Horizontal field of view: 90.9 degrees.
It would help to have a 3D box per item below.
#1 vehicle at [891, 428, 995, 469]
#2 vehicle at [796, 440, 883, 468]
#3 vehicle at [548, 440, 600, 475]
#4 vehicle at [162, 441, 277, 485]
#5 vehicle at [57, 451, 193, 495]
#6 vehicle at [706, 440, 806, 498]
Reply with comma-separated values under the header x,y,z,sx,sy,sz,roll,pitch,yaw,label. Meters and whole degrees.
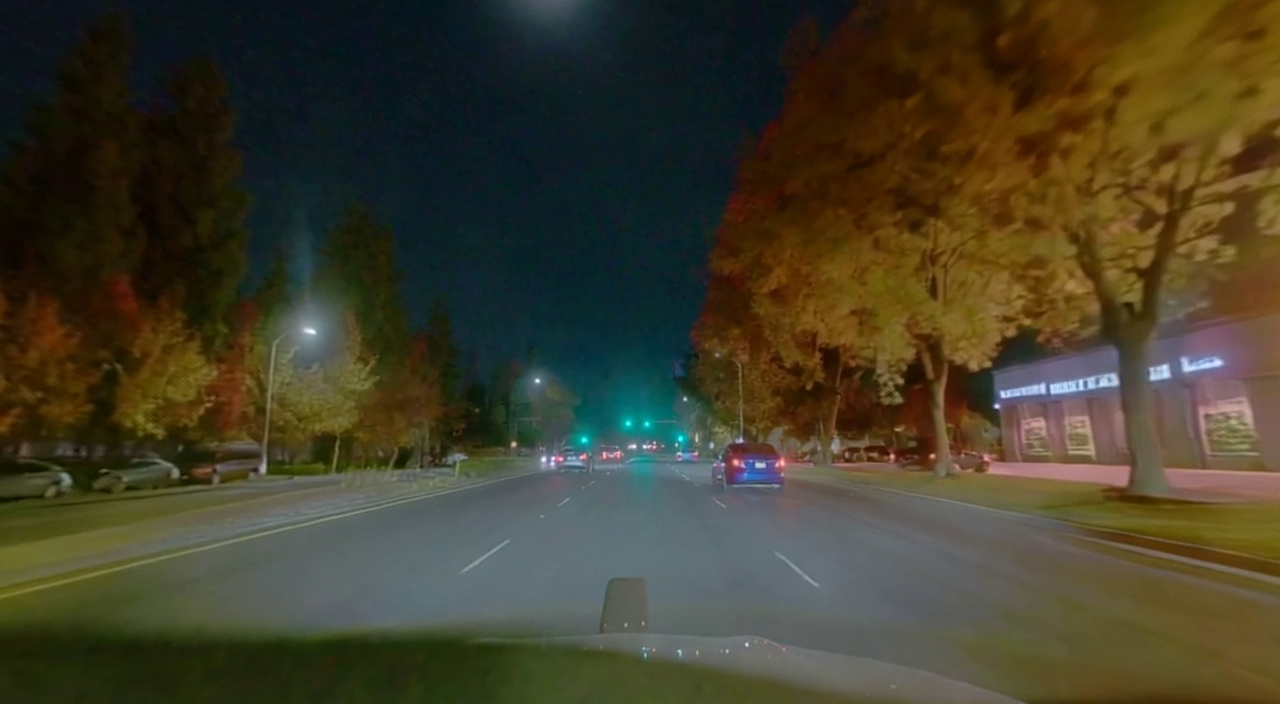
x,y,z,sx,sy,sz,roll,pitch,yaw,label
16.794,5.369,35.344,2.160,2.093,5.795,1,-8,-10,vehicle
13.962,7.148,44.290,5.342,1.867,2.147,1,-8,-7,vehicle
-3.254,5.315,32.079,2.113,1.626,4.129,0,-8,1,vehicle
-22.259,5.871,33.707,2.255,2.117,5.319,-1,-8,3,vehicle
-22.267,5.227,27.567,1.887,1.669,4.753,0,-8,1,vehicle
3.227,3.343,18.524,2.083,1.474,4.360,0,-8,-1,vehicle
